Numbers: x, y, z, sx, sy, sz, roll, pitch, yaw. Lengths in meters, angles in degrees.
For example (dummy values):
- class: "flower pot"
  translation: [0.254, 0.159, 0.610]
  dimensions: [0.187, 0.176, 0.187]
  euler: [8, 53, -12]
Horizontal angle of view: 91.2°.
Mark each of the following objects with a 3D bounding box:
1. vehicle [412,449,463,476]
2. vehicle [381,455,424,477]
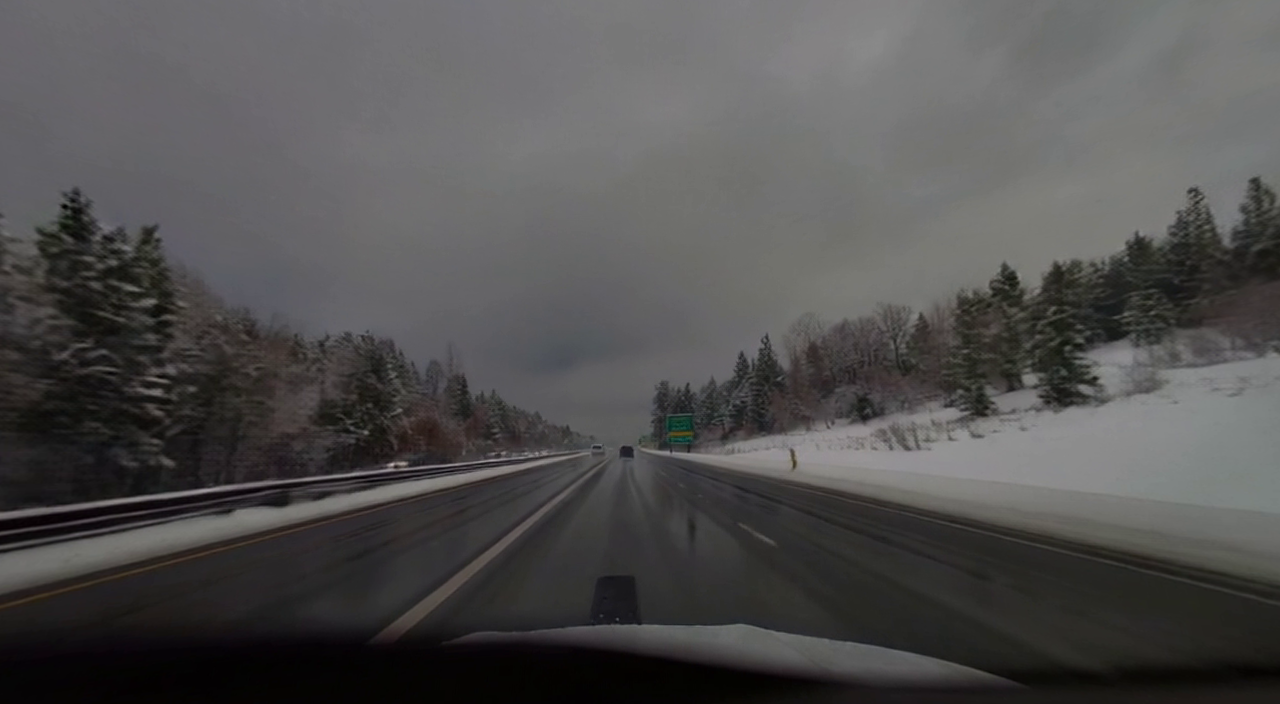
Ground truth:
- class: "vehicle"
  translation: [-13.426, 7.365, 41.904]
  dimensions: [1.957, 1.657, 4.329]
  euler: [0, -9, 0]
- class: "vehicle"
  translation: [-18.318, 8.764, 48.451]
  dimensions: [1.805, 1.548, 4.020]
  euler: [0, -9, -1]
